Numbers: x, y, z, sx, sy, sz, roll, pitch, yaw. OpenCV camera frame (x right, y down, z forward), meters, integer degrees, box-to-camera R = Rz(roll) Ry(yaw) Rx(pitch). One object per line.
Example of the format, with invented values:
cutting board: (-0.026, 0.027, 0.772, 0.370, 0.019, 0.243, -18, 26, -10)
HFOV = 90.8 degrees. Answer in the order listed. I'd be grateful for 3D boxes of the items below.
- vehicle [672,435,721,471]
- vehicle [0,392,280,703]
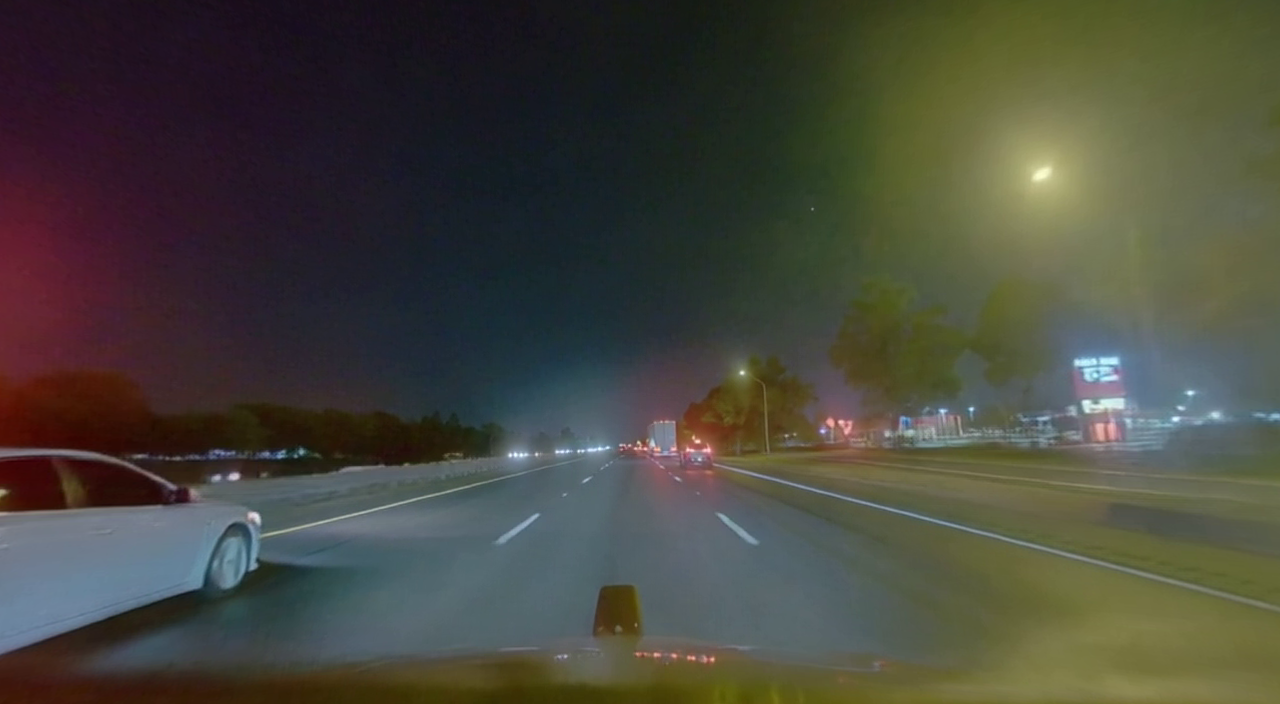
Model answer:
vehicle: (2.886, 5.244, 33.057, 2.065, 1.760, 4.488, 0, -8, -1)
vehicle: (-4.225, 1.023, 3.288, 1.903, 1.607, 4.770, 0, -8, 0)
